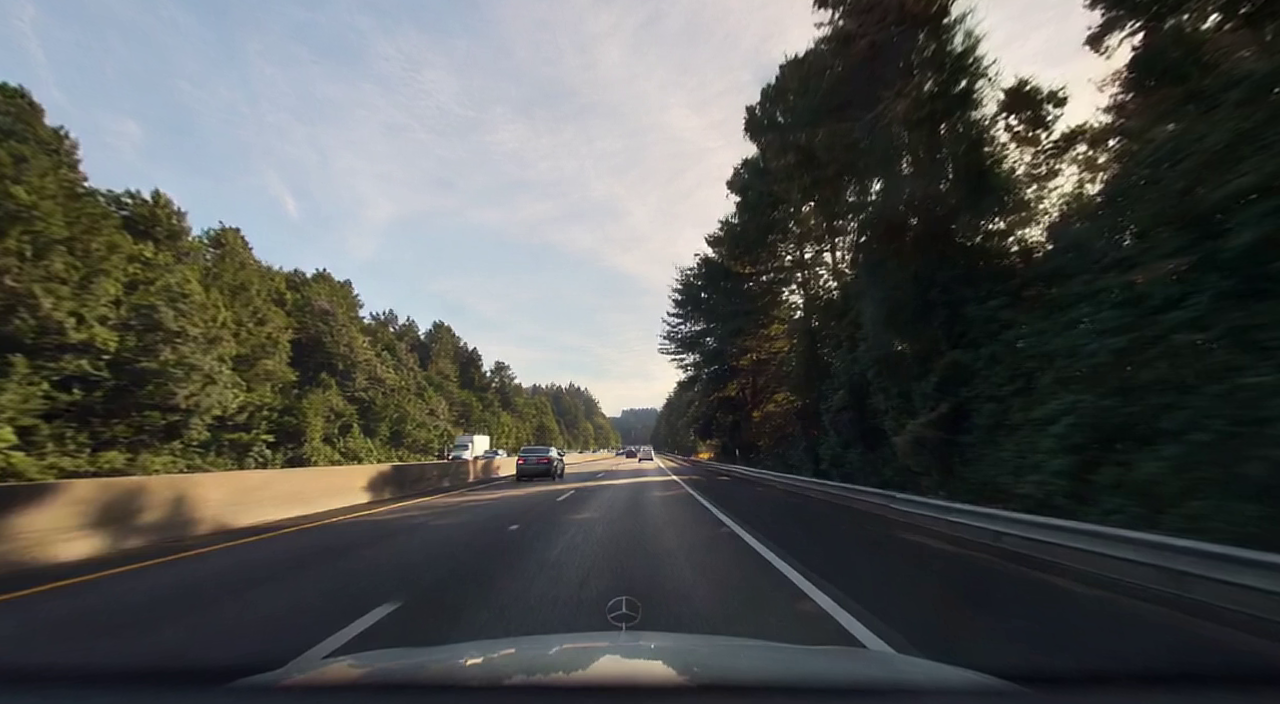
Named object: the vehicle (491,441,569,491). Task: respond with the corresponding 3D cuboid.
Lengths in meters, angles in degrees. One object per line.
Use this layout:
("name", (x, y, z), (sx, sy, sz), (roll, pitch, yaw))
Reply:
("vehicle", (-3.976, 4.200, 23.583), (2.095, 1.664, 4.305), (0, -9, 1))
